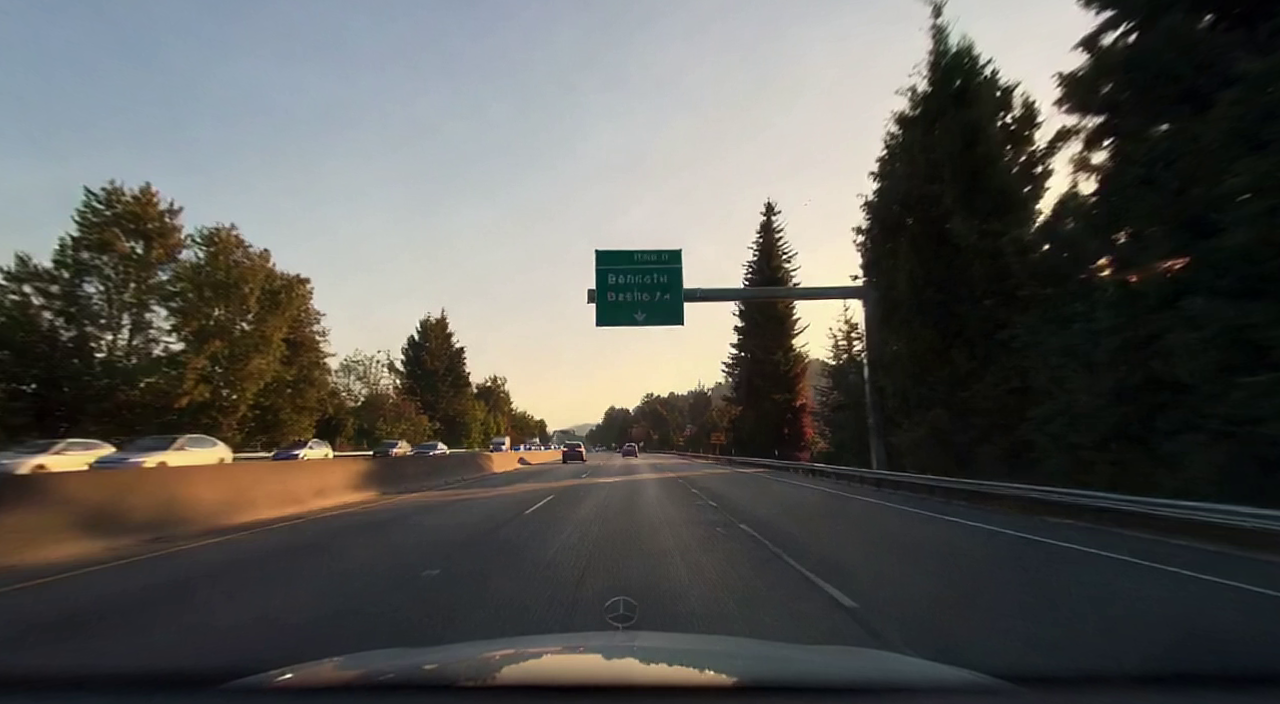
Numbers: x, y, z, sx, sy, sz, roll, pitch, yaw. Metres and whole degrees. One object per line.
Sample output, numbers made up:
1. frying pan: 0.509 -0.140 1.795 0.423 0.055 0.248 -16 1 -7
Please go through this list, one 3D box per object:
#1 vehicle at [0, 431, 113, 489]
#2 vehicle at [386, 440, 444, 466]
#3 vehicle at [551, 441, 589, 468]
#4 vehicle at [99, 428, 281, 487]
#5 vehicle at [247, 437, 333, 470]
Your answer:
1. vehicle: -17.616 2.996 17.460 1.946 1.479 4.538 0 -9 -1
2. vehicle: -13.361 6.035 37.487 1.962 1.459 4.239 0 -9 -1
3. vehicle: -4.542 6.744 41.428 2.098 1.692 4.038 0 -9 -1
4. vehicle: -13.098 3.126 18.738 1.951 1.520 4.759 0 -9 0
5. vehicle: -17.484 5.080 31.561 2.077 1.531 4.043 0 -9 -1
